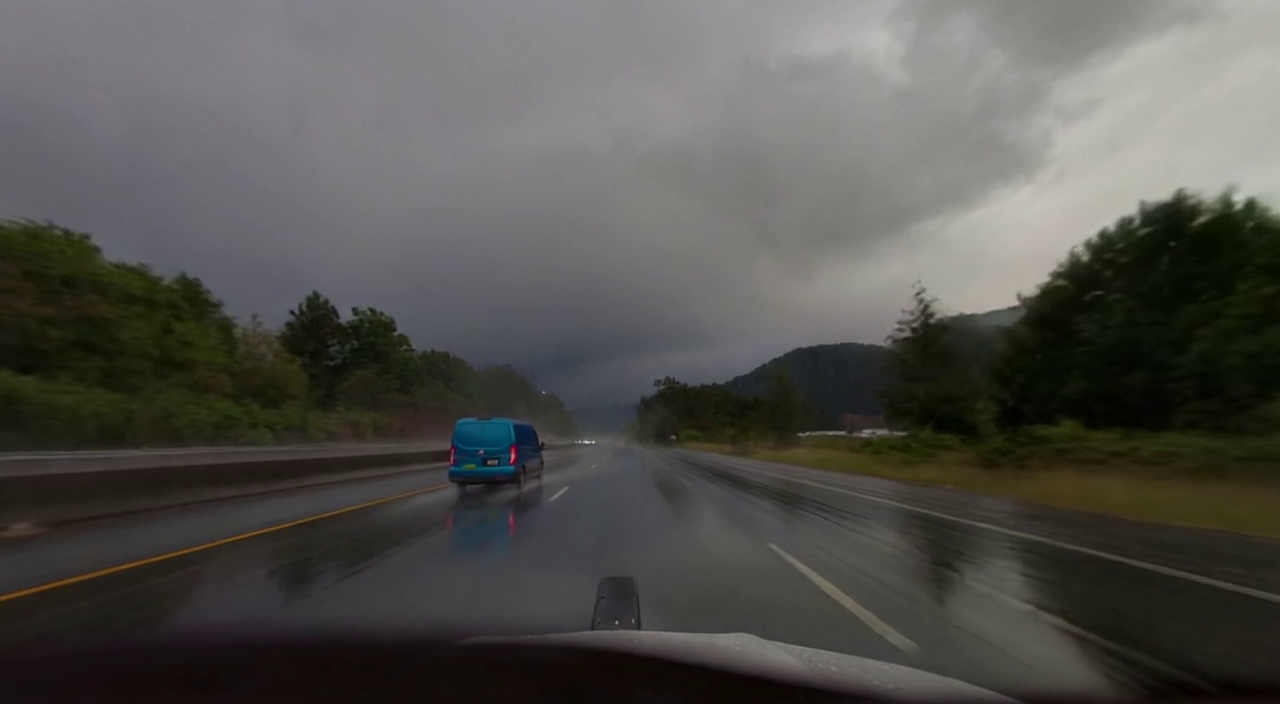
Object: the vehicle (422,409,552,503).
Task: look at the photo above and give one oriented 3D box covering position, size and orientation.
[{"bbox_3d":[-3.666,2.588,16.153,2.297,2.011,4.736,0,-8,-2],"label":"vehicle"}]
